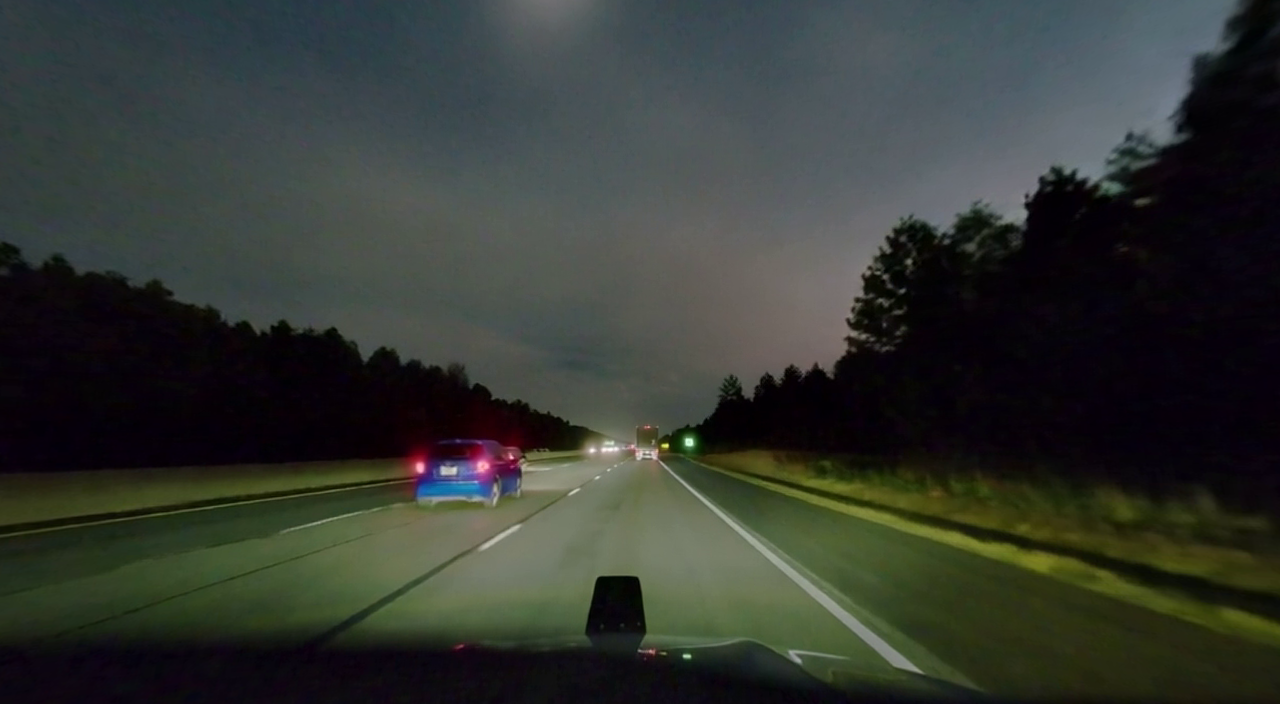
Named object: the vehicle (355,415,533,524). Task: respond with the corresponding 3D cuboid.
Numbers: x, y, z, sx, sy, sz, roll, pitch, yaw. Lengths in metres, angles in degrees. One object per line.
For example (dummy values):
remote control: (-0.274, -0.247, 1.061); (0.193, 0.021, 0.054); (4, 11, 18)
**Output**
vehicle: (-3.898, 2.483, 13.764); (2.124, 1.888, 5.226); (-1, -9, 1)
